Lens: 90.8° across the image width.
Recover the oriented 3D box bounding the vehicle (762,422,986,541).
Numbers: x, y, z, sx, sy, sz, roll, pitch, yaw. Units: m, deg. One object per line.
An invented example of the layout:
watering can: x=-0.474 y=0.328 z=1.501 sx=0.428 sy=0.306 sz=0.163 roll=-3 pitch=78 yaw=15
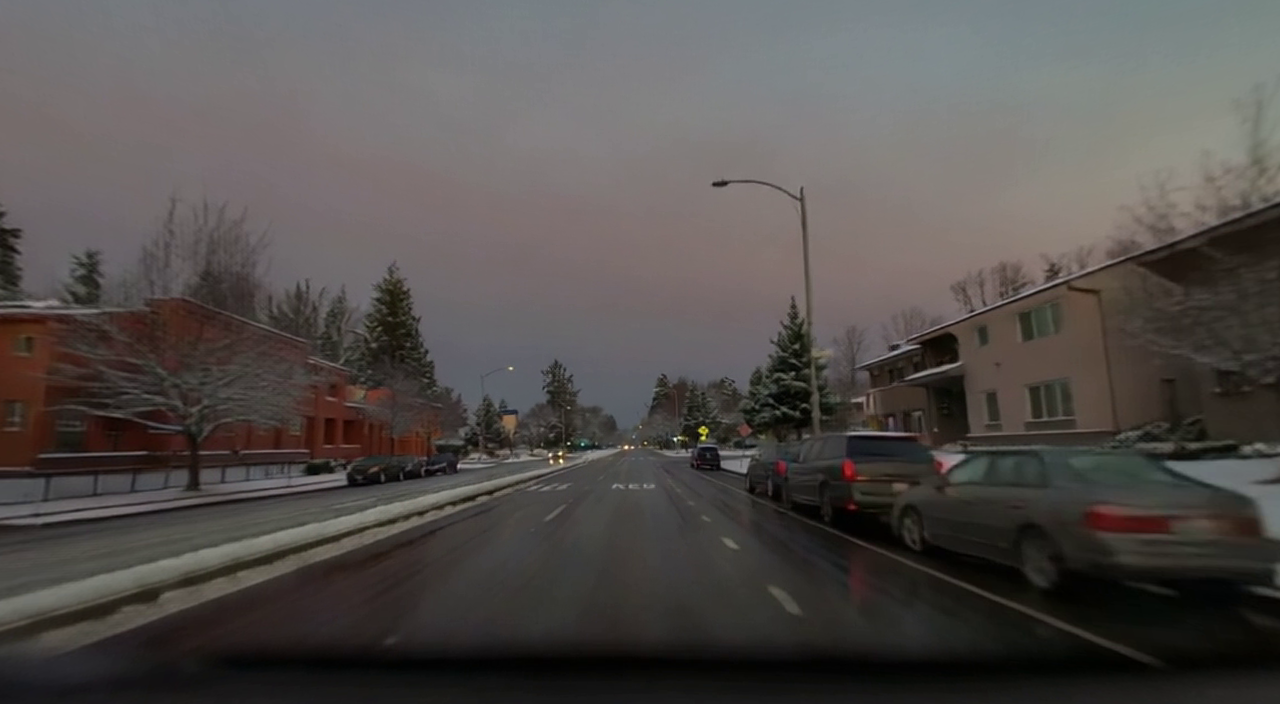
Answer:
vehicle: x=4.018 y=2.316 z=11.995 sx=2.338 sy=1.771 sz=4.680 roll=0 pitch=-8 yaw=-2

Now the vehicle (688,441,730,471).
vehicle: x=4.272 y=6.548 z=39.903 sx=2.220 sy=1.752 sz=4.782 roll=0 pitch=-8 yaw=1

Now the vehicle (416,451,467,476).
vehicle: x=-13.886 y=7.798 z=44.405 sx=1.983 sy=1.608 sz=4.699 roll=0 pitch=-8 yaw=1

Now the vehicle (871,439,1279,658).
vehicle: x=4.206 y=1.654 z=6.558 sx=1.845 sy=1.443 sz=4.531 roll=0 pitch=-8 yaw=-1

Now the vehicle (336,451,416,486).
vehicle: x=-13.964 y=6.170 z=33.751 sx=2.163 sy=1.641 sz=4.875 roll=0 pitch=-8 yaw=0
